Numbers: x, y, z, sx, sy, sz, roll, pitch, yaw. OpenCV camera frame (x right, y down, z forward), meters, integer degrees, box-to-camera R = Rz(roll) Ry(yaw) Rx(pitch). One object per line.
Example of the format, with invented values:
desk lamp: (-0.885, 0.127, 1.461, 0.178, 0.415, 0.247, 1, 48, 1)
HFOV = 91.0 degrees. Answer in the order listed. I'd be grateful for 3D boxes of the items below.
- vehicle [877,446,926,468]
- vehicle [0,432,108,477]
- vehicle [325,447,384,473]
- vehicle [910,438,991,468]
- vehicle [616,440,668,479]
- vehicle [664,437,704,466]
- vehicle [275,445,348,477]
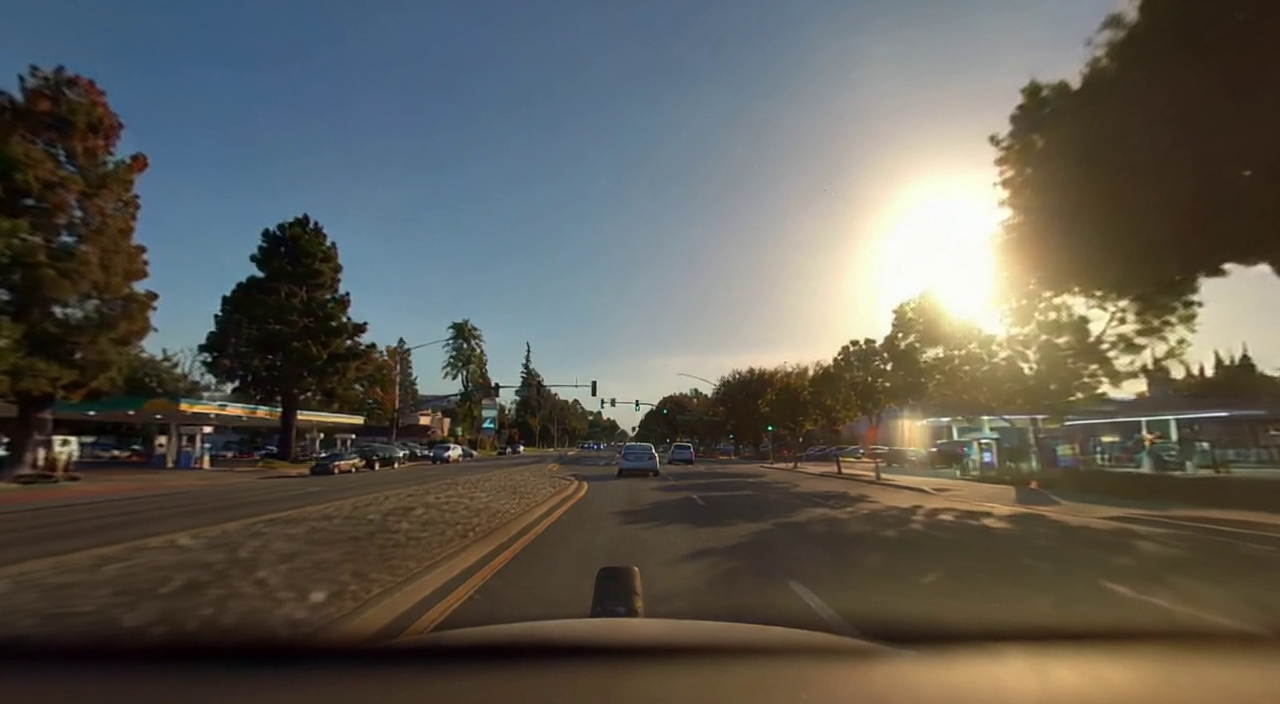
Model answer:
vehicle: (20.258, 8.156, 48.977, 1.950, 1.519, 4.860, -3, -9, 4)
vehicle: (-30.655, 5.136, 31.772, 5.713, 2.148, 2.107, 0, -9, 4)
vehicle: (-19.136, 7.237, 42.402, 1.920, 1.638, 4.299, 0, -9, 0)
vehicle: (20.441, 6.695, 41.839, 2.254, 1.804, 5.953, -1, -9, -1)
vehicle: (0.058, 4.684, 27.664, 2.145, 1.572, 4.021, 0, -9, -1)
vehicle: (3.350, 7.830, 49.482, 2.731, 2.101, 6.047, 0, -9, 0)
vehicle: (-19.139, 6.356, 36.881, 1.967, 1.680, 4.396, -1, -9, -1)
